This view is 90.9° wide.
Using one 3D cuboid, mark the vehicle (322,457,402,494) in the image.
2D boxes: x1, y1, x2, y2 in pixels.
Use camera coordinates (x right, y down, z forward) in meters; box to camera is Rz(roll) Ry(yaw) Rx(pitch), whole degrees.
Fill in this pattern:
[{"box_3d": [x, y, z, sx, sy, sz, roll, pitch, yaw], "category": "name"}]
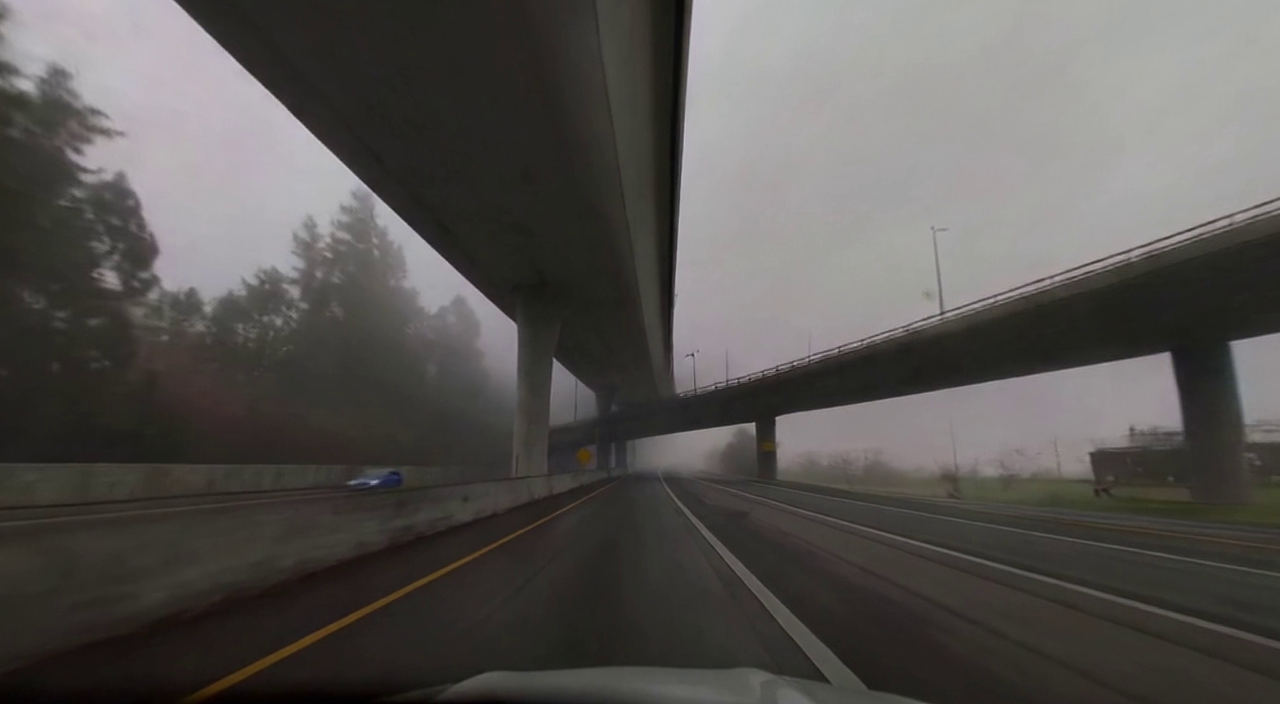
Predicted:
[{"box_3d": [-13.320, 5.956, 30.461, 1.873, 1.606, 4.212, 1, -10, 0], "category": "vehicle"}]
